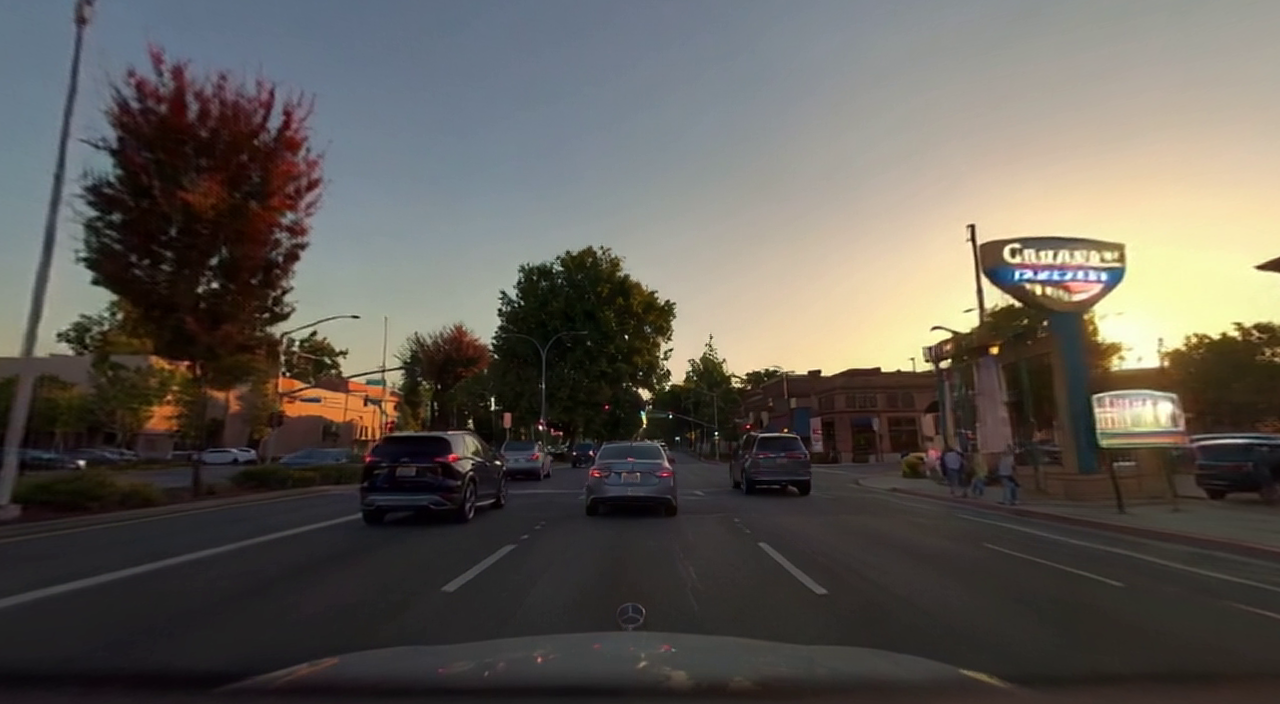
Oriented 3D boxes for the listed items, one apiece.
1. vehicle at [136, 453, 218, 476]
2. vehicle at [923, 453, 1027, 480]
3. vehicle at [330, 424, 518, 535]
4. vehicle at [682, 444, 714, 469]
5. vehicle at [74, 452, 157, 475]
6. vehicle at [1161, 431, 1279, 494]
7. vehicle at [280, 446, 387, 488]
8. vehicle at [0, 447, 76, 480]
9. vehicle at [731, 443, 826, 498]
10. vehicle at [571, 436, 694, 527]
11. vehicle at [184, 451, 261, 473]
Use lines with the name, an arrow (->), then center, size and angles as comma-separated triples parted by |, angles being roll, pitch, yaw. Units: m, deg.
vehicle -> -31.260, 7.586, 42.675 | 4.106, 1.384, 1.878 | 4, -9, -25
vehicle -> 19.147, 6.576, 36.192 | 4.795, 1.457, 1.986 | -1, -9, 4
vehicle -> -3.731, 2.267, 11.799 | 1.983, 1.685, 3.997 | 0, -8, 2
vehicle -> 3.936, 7.116, 43.107 | 1.848, 1.665, 3.747 | 0, -8, 0
vehicle -> -36.419, 7.727, 43.884 | 4.062, 1.493, 1.899 | 4, -10, -27
vehicle -> 17.761, 3.089, 17.793 | 1.907, 1.669, 4.147 | 5, -10, -29
vehicle -> -11.999, 4.496, 25.082 | 1.900, 1.466, 4.627 | 0, -8, 1
vehicle -> -38.603, 6.837, 38.438 | 5.759, 1.815, 2.218 | 2, -8, -29
vehicle -> 4.069, 3.545, 19.301 | 1.979, 1.485, 4.207 | 0, -8, 0
vehicle -> -0.132, 2.550, 13.005 | 2.121, 1.563, 4.031 | 0, -8, 0
vehicle -> -30.921, 8.149, 46.865 | 4.523, 1.469, 1.986 | 5, -10, -28
